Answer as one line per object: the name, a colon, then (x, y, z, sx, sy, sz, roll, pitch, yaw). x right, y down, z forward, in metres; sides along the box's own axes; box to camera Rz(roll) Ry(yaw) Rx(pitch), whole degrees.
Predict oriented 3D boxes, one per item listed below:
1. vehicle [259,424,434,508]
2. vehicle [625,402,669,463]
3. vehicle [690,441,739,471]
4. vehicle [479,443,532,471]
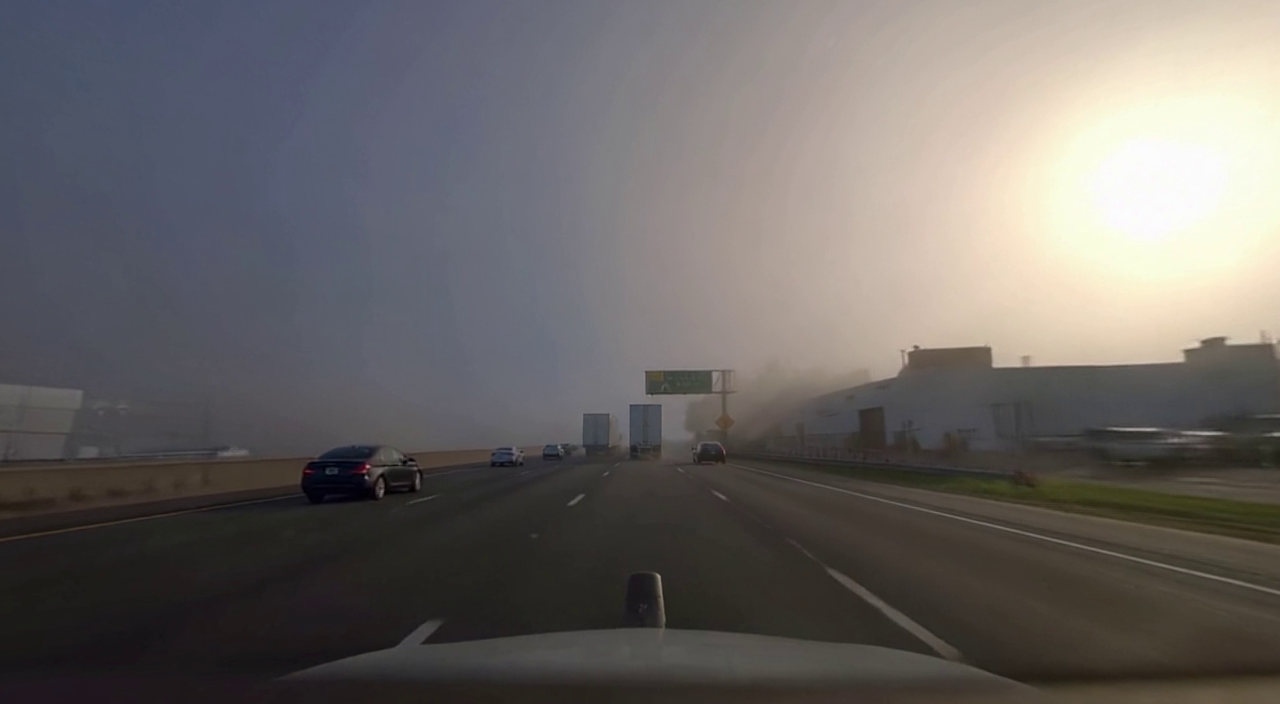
vehicle: (-6.912, 2.737, 15.551, 2.122, 1.754, 4.379, 0, -9, 1)
vehicle: (0.386, 6.246, 47.983, 2.969, 4.104, 10.906, 0, -9, -1)
vehicle: (3.834, 5.477, 33.310, 2.006, 1.452, 4.246, 0, -9, -1)
vehicle: (-7.281, 5.733, 34.640, 1.891, 1.460, 4.506, 0, -9, 1)
